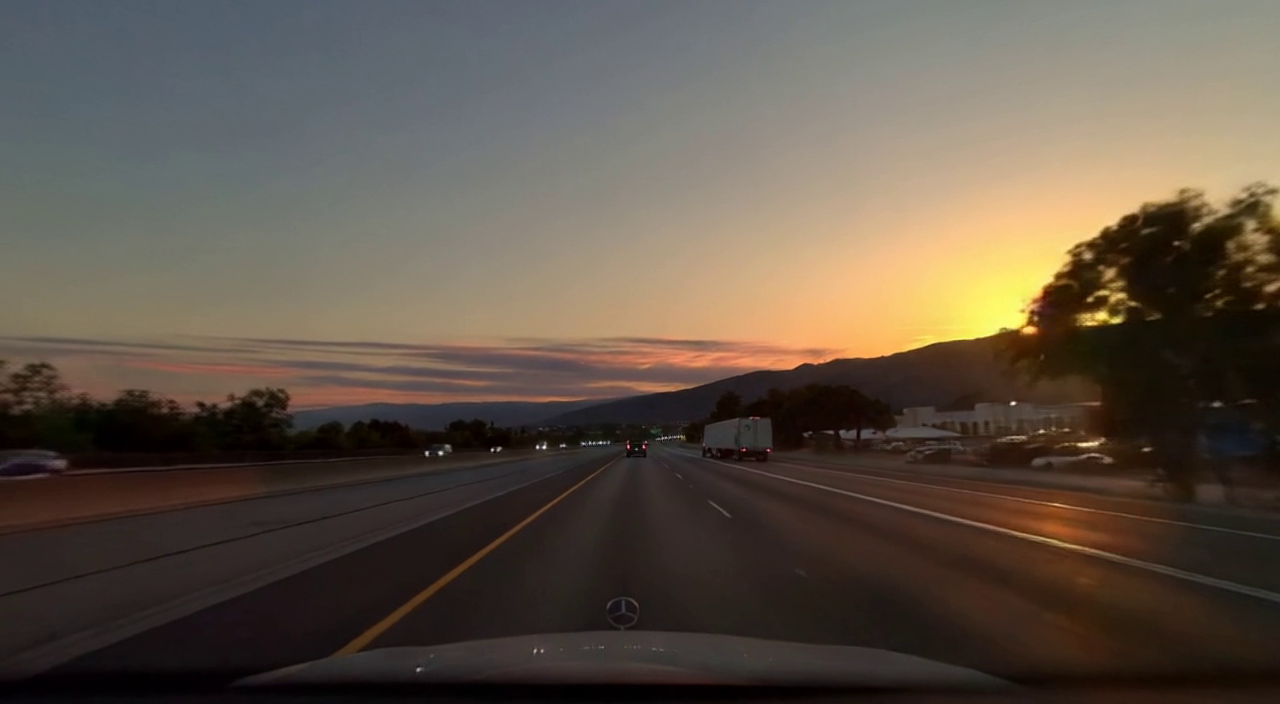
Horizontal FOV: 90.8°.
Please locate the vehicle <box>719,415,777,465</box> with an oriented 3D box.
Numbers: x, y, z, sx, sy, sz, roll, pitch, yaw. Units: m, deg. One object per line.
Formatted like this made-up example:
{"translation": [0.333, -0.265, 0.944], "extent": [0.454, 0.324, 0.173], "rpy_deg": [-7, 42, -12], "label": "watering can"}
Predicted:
{"translation": [7.489, 6.299, 44.915], "extent": [2.793, 3.204, 7.997], "rpy_deg": [0, -8, 1], "label": "vehicle"}
